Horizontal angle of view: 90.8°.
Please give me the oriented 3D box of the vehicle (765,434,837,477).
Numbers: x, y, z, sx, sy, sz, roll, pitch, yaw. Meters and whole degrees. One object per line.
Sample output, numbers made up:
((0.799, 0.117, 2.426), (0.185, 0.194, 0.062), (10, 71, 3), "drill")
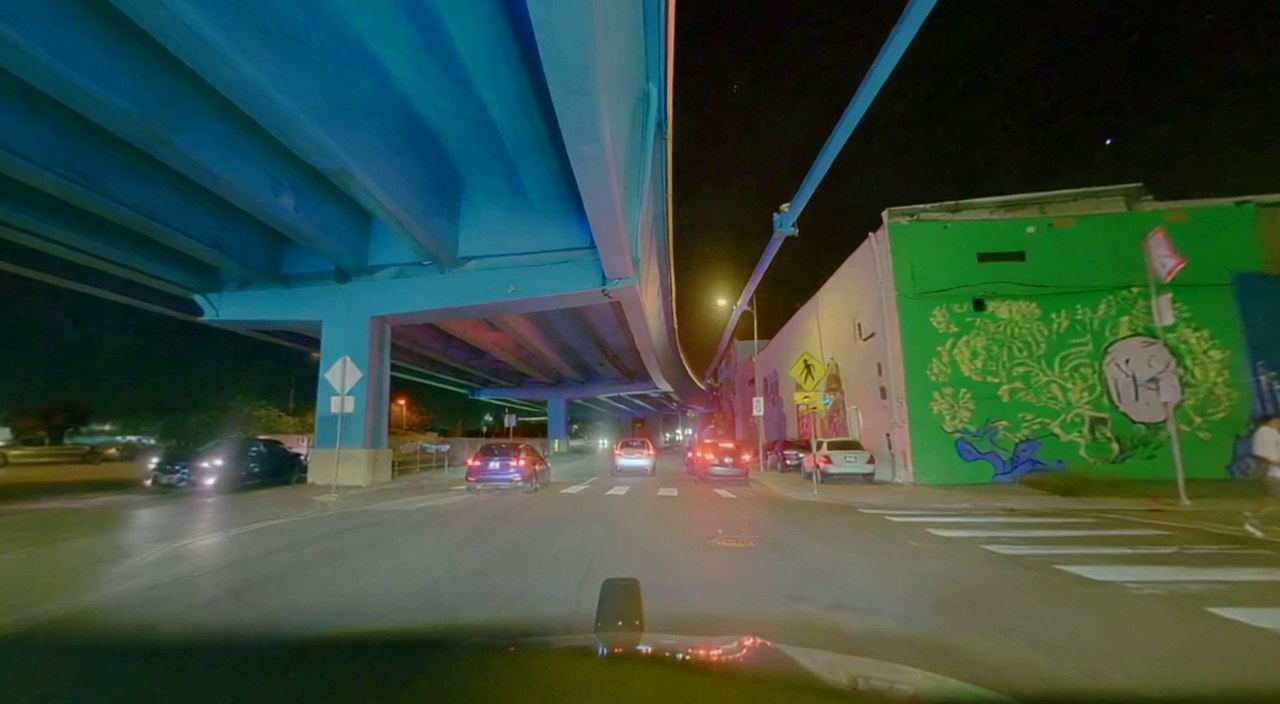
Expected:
((7.752, 5.043, 30.918), (2.175, 1.909, 4.953), (0, -9, 0), "vehicle")

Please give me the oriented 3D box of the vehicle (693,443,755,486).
((3.312, 4.507, 25.758), (1.983, 1.589, 4.010), (0, -8, 0), "vehicle")

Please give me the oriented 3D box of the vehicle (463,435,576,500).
((-3.102, 3.084, 17.350), (2.024, 1.533, 4.549), (0, -8, 2), "vehicle")

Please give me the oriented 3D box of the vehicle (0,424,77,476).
((-31.505, 4.868, 31.529), (2.208, 2.440, 5.648), (1, -8, -9), "vehicle")

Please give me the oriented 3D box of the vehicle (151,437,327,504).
((-11.909, 3.537, 19.306), (2.056, 1.768, 4.986), (0, -9, 0), "vehicle")

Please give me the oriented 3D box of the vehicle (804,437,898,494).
((7.673, 4.124, 23.515), (2.275, 1.834, 4.294), (1, -8, 4), "vehicle")

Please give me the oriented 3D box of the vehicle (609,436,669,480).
((-0.035, 4.110, 24.648), (2.155, 1.571, 3.734), (0, -8, 0), "vehicle")
